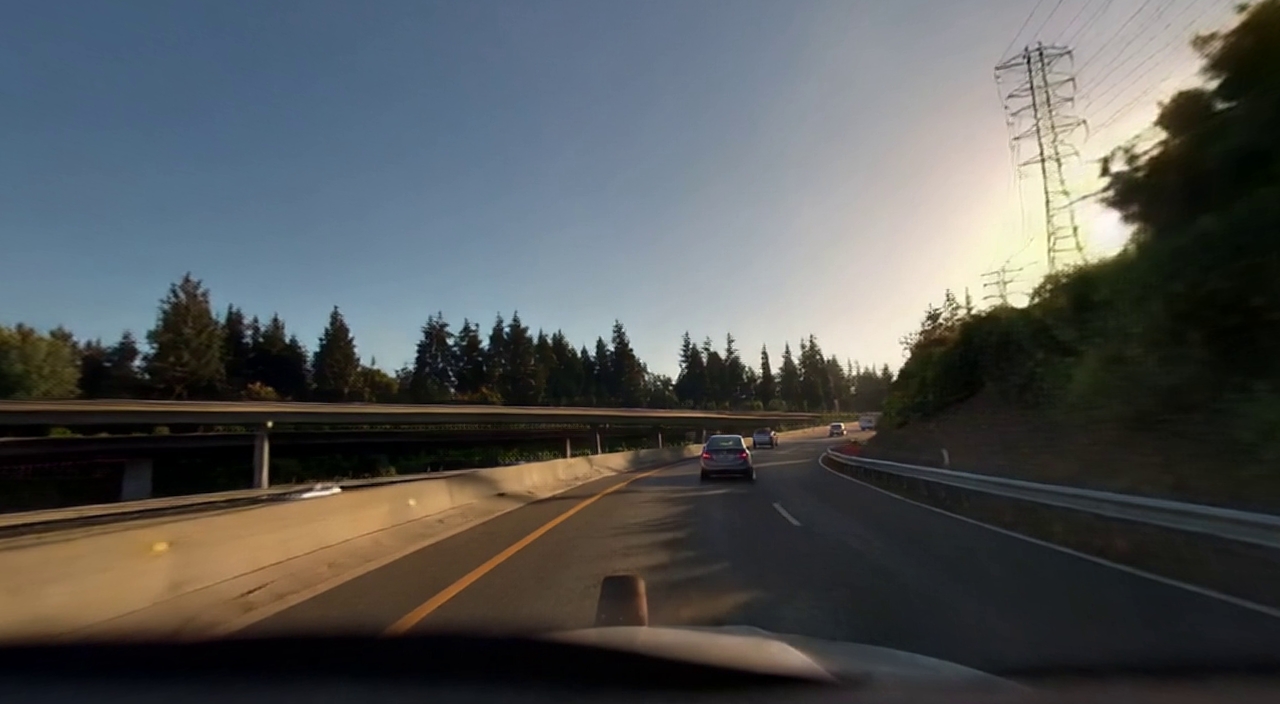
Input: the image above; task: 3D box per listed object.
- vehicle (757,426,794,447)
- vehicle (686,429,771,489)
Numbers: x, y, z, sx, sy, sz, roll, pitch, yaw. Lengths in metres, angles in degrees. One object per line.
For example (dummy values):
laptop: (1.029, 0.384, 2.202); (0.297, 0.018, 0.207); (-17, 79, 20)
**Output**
vehicle: (10.401, 6.458, 48.039); (1.931, 1.485, 4.191); (-4, -9, 23)
vehicle: (2.495, 3.023, 18.077); (2.091, 1.482, 4.321); (-1, -8, 7)
